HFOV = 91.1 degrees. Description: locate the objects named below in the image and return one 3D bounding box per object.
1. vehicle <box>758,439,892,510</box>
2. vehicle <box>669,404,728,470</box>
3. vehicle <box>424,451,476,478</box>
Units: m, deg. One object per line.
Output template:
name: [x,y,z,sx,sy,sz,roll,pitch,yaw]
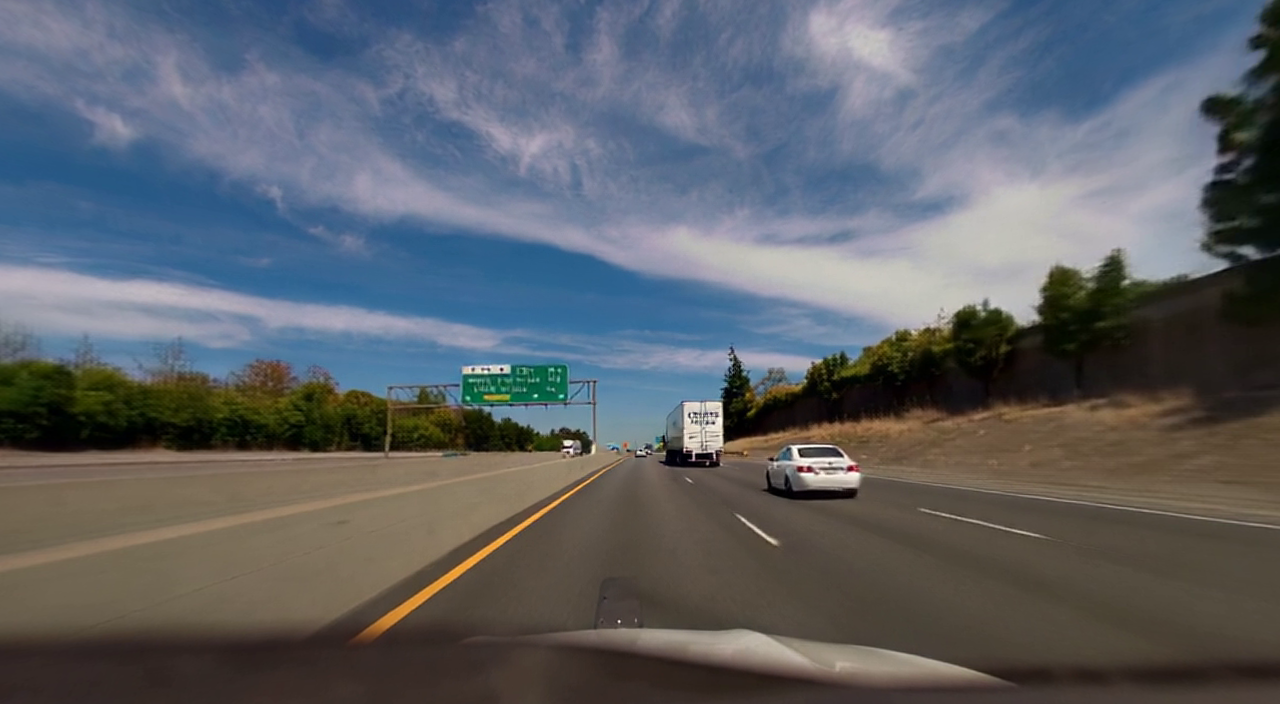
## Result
vehicle: [4.341,2.936,15.495,1.917,1.471,4.149,0,-9,-2]
vehicle: [3.952,6.410,46.343,2.926,4.060,14.068,0,-9,0]
vehicle: [-11.443,6.783,38.146,1.882,1.546,3.885,0,-9,1]
